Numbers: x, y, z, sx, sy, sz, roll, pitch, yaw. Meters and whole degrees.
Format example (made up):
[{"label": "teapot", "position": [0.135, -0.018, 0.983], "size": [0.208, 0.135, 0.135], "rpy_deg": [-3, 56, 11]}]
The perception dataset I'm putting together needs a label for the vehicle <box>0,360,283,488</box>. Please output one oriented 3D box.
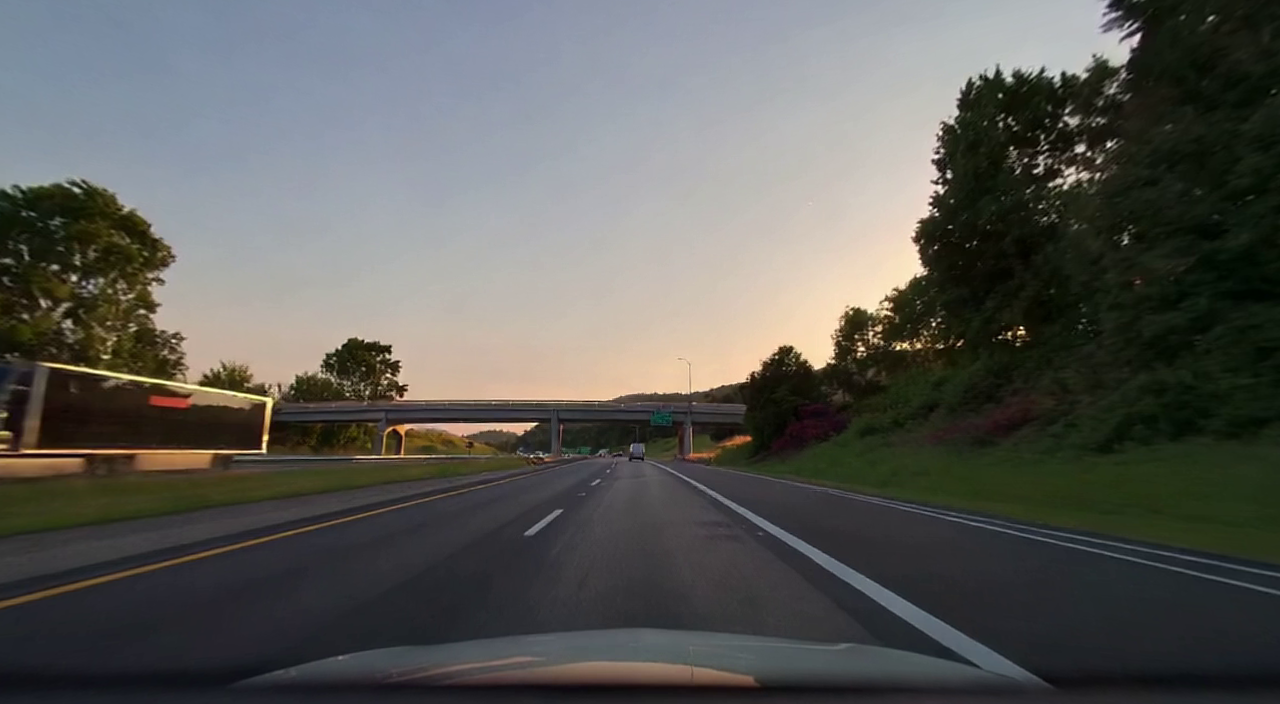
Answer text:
[{"label": "vehicle", "position": [-21.121, 3.400, 27.411], "size": [2.884, 4.099, 14.439], "rpy_deg": [0, -9, -1]}]
